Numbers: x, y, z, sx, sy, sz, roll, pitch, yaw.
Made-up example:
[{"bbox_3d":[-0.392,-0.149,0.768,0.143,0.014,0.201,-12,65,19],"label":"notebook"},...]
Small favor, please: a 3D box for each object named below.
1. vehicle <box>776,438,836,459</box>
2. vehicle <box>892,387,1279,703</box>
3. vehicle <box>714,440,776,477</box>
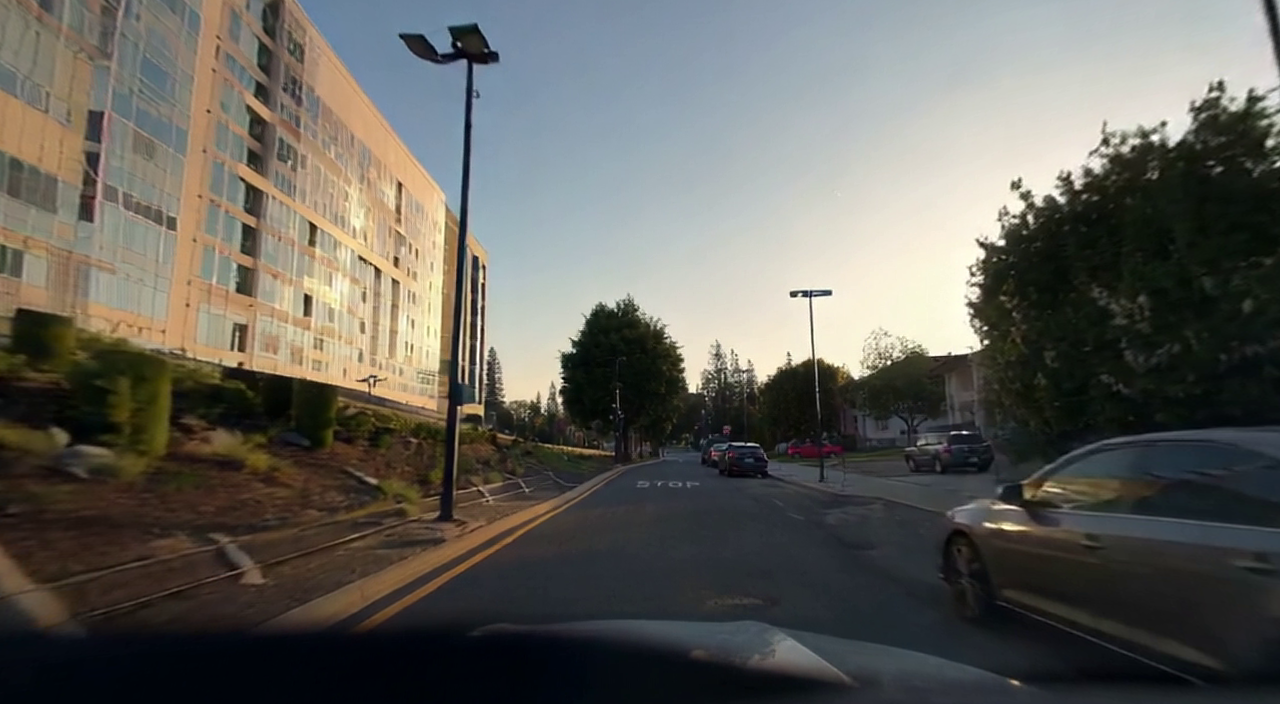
[{"bbox_3d":[13.029,7.615,49.724,4.163,1.471,1.914,-1,-9,-1],"label":"vehicle"},{"bbox_3d":[3.232,1.050,3.318,2.026,1.483,4.654,0,-9,2],"label":"vehicle"},{"bbox_3d":[4.434,4.582,27.307,2.024,1.475,4.565,0,-9,1],"label":"vehicle"}]
